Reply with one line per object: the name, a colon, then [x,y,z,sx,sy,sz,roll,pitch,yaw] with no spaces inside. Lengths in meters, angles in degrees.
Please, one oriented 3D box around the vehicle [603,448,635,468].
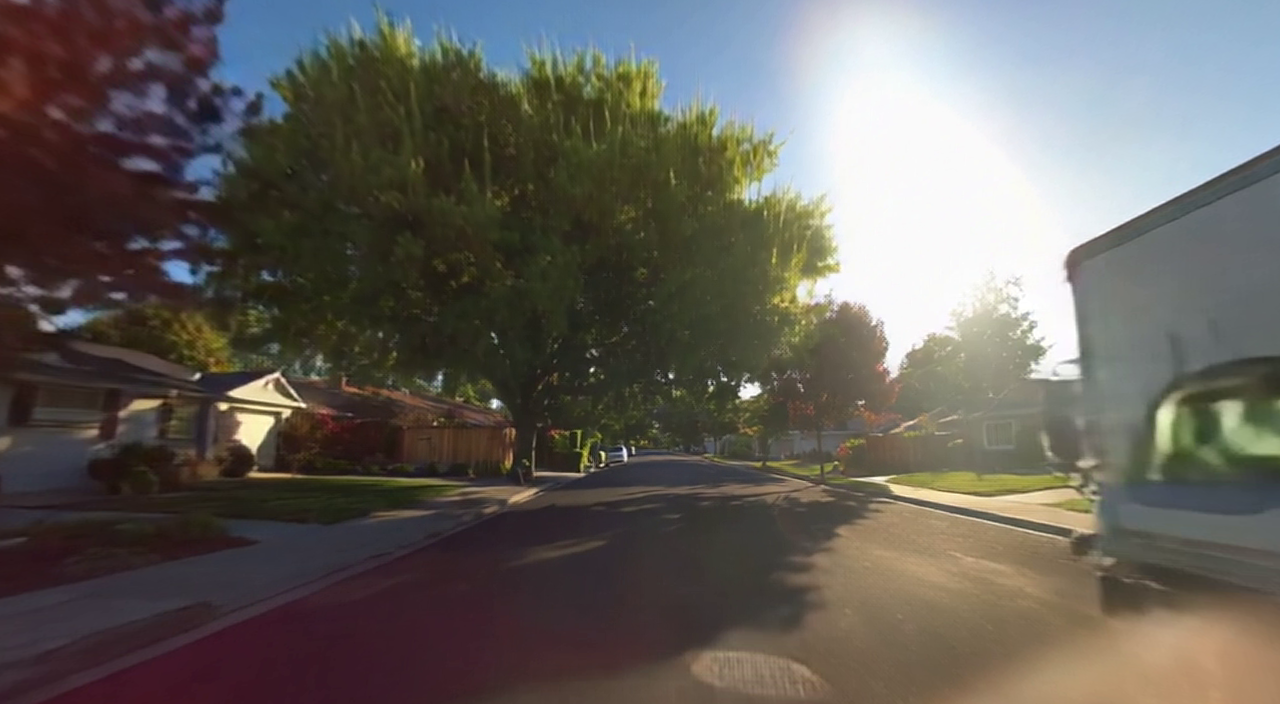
vehicle: [-1.519,7.868,46.986,2.017,1.397,4.004,-1,-8,4]
